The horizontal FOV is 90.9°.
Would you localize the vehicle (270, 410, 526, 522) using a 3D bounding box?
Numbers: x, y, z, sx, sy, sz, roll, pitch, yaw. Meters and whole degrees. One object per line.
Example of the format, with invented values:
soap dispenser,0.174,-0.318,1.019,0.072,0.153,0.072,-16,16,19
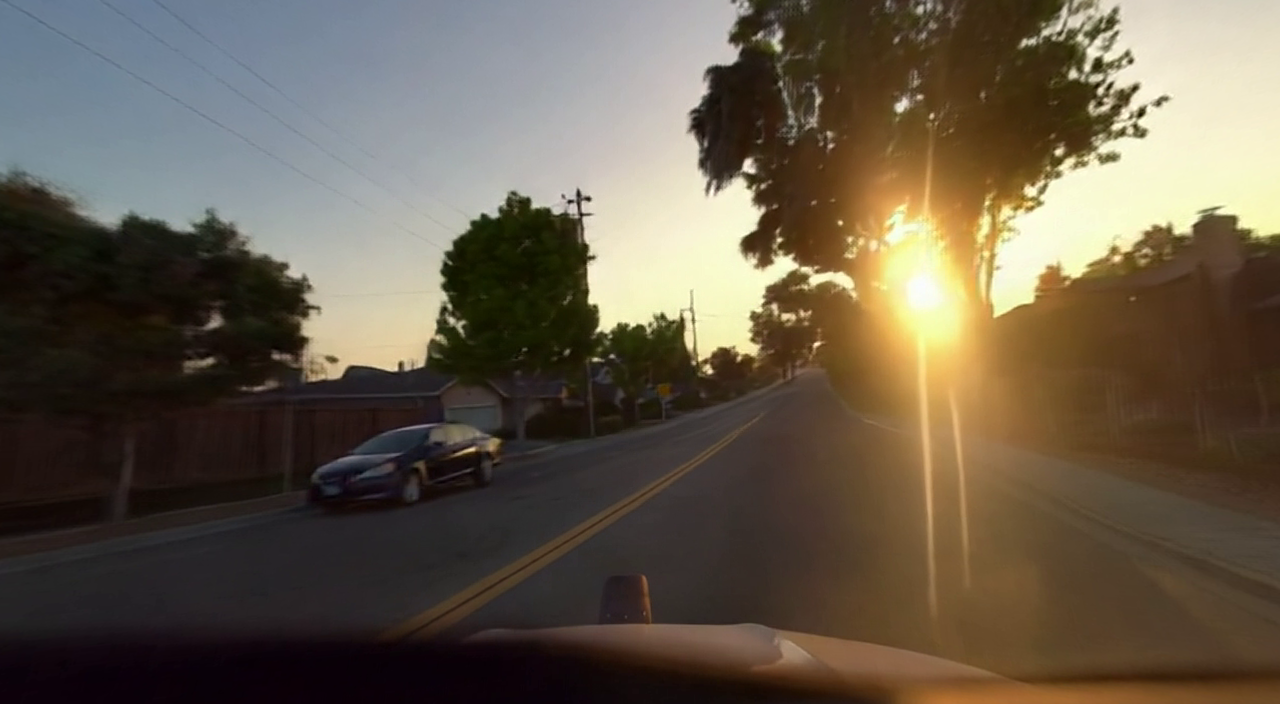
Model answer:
vehicle,-4.325,2.032,12.469,2.032,1.595,5.289,-3,-5,14
